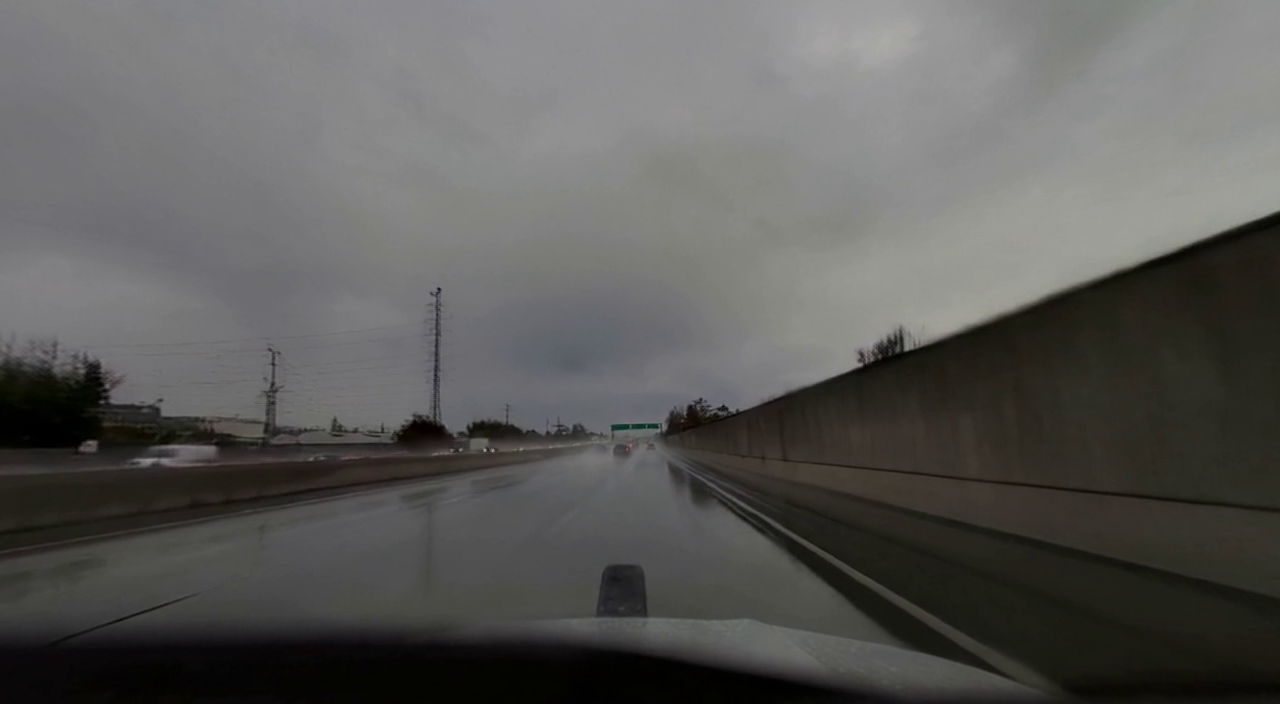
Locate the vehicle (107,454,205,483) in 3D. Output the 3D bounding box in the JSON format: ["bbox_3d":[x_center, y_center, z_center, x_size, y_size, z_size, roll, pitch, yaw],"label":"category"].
[{"bbox_3d":[-27.718,6.653,36.351,1.834,1.475,4.756,0,-8,1],"label":"vehicle"}]
